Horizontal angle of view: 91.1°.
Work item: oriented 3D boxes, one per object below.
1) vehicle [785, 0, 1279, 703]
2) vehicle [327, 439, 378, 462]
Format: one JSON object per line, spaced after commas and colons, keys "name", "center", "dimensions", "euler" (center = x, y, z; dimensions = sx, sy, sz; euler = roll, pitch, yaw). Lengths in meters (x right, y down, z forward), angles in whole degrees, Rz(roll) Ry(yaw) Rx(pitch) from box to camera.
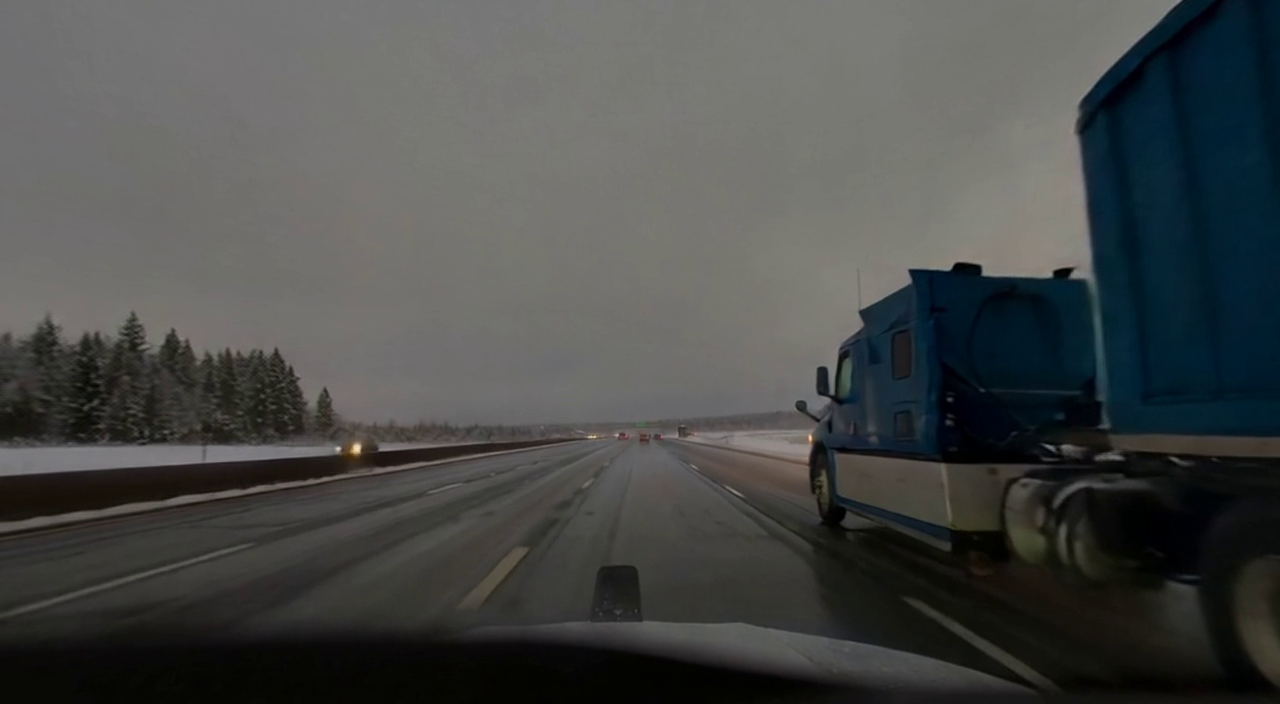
{"name": "vehicle", "center": [4.131, 0.000, 4.068], "dimensions": [3.446, 3.698, 12.089], "euler": [0, -8, 0]}
{"name": "vehicle", "center": [-22.235, 7.615, 48.806], "dimensions": [1.873, 1.631, 4.312], "euler": [-1, -8, 0]}
